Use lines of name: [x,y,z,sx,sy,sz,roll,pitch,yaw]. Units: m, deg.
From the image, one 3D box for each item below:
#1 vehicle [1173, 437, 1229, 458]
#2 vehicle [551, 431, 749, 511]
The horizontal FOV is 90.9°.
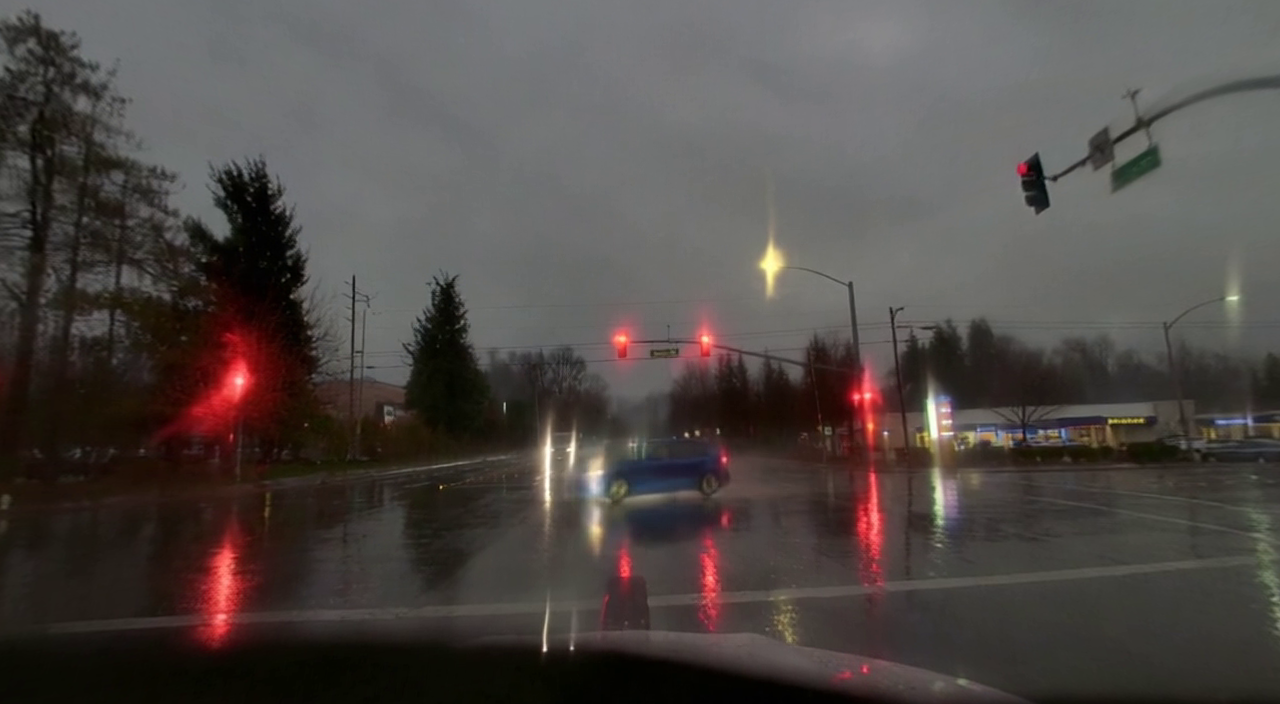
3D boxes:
vehicle: [42.845,7.300,48.099,4.133,1.561,1.824,5,-10,-30]
vehicle: [0.342,2.629,14.399,4.377,1.523,1.877,7,-11,-41]
